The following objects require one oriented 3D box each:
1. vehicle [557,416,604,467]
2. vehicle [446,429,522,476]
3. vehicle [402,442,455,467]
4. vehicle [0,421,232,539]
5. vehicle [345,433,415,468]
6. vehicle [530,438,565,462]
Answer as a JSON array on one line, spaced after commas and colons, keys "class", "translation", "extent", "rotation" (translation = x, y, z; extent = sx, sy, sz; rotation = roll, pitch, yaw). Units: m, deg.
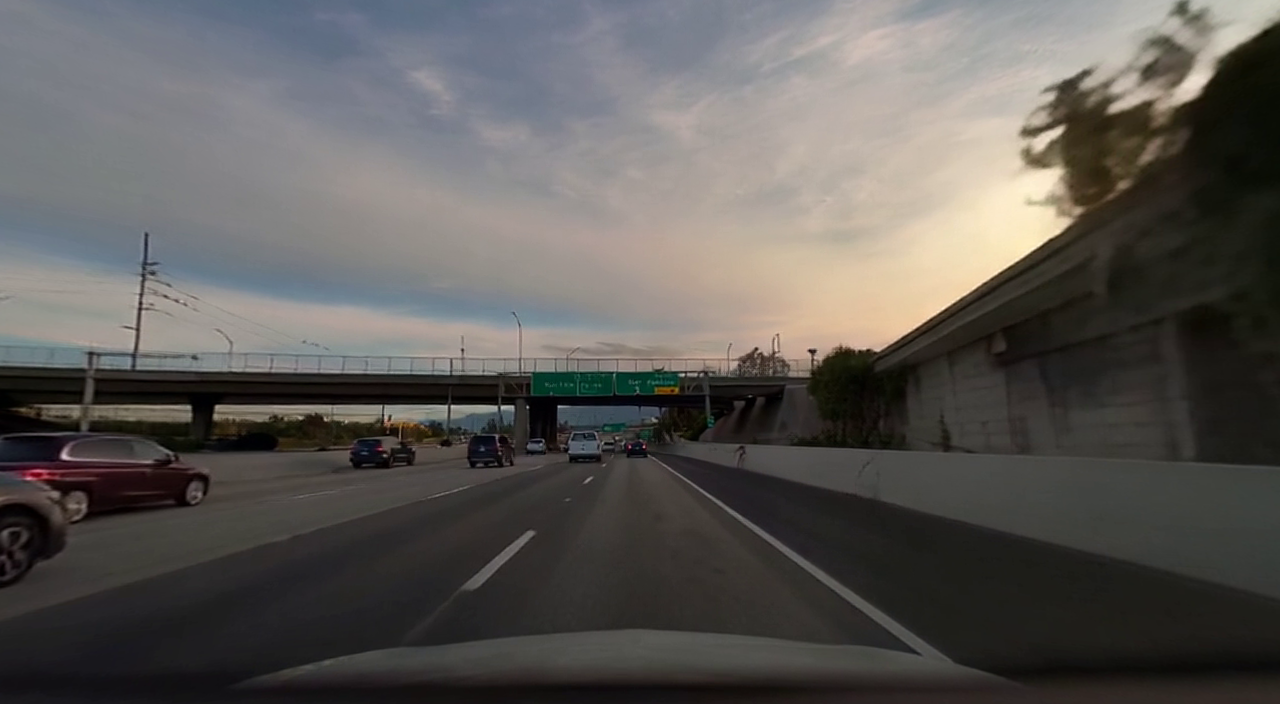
[{"class": "vehicle", "translation": [-3.504, 5.492, 38.434], "extent": [2.301, 2.843, 6.458], "rotation": [0, -8, -1]}, {"class": "vehicle", "translation": [-6.953, 4.542, 28.532], "extent": [2.179, 1.948, 4.618], "rotation": [0, -8, 1]}, {"class": "vehicle", "translation": [-13.605, 6.612, 40.638], "extent": [1.899, 1.485, 4.368], "rotation": [0, -8, 0]}, {"class": "vehicle", "translation": [-10.108, 2.235, 11.613], "extent": [1.940, 1.706, 4.678], "rotation": [0, -8, 0]}, {"class": "vehicle", "translation": [-17.140, 6.546, 41.813], "extent": [2.258, 2.139, 5.495], "rotation": [0, -8, 1]}, {"class": "vehicle", "translation": [-7.184, 7.679, 49.382], "extent": [2.109, 1.784, 4.709], "rotation": [0, -8, -1]}]
